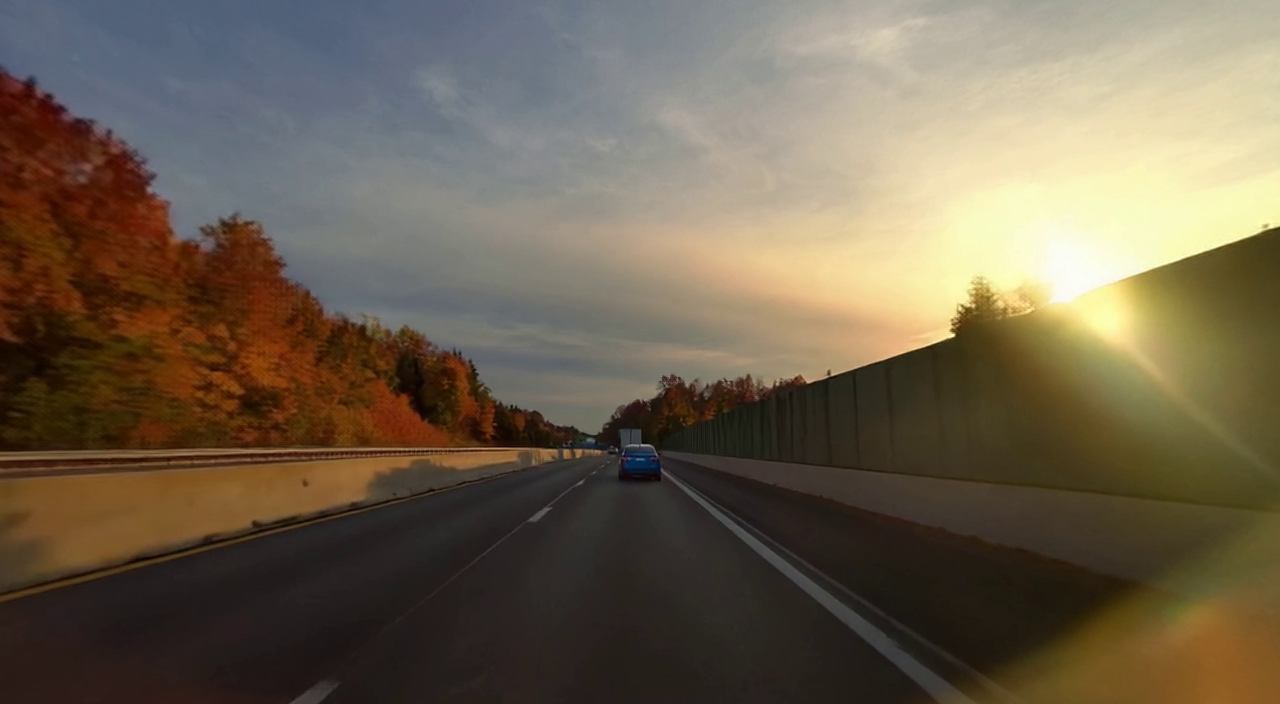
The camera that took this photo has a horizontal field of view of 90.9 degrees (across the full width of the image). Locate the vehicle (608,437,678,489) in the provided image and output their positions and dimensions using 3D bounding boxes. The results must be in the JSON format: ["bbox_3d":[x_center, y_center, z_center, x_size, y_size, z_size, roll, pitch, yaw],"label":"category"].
[{"bbox_3d":[0.038,3.559,20.627,2.057,1.516,4.065,0,-8,-1],"label":"vehicle"}]
